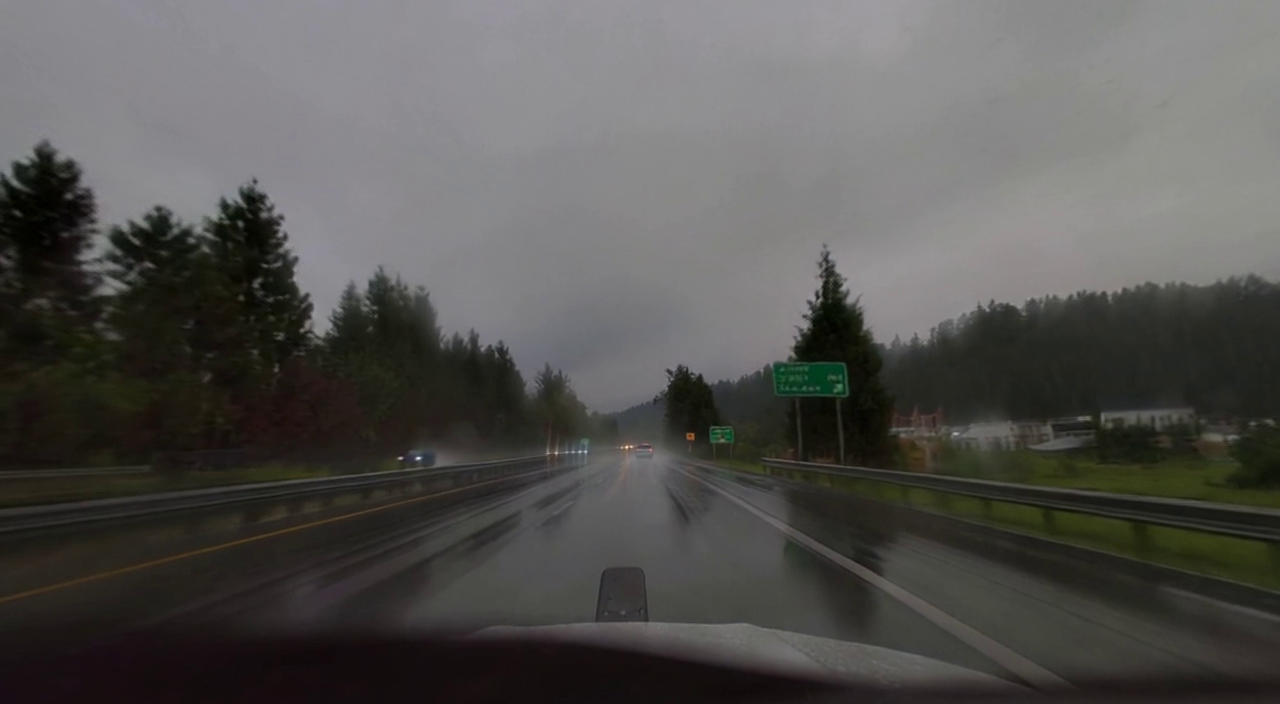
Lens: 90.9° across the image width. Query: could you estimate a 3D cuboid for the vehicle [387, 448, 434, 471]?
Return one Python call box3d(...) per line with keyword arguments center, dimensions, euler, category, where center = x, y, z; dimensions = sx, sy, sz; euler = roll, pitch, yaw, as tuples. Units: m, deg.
box3d(center=(-15.269, 7.149, 42.071), dimensions=(1.728, 1.452, 3.600), euler=(0, -9, 2), category="vehicle")
